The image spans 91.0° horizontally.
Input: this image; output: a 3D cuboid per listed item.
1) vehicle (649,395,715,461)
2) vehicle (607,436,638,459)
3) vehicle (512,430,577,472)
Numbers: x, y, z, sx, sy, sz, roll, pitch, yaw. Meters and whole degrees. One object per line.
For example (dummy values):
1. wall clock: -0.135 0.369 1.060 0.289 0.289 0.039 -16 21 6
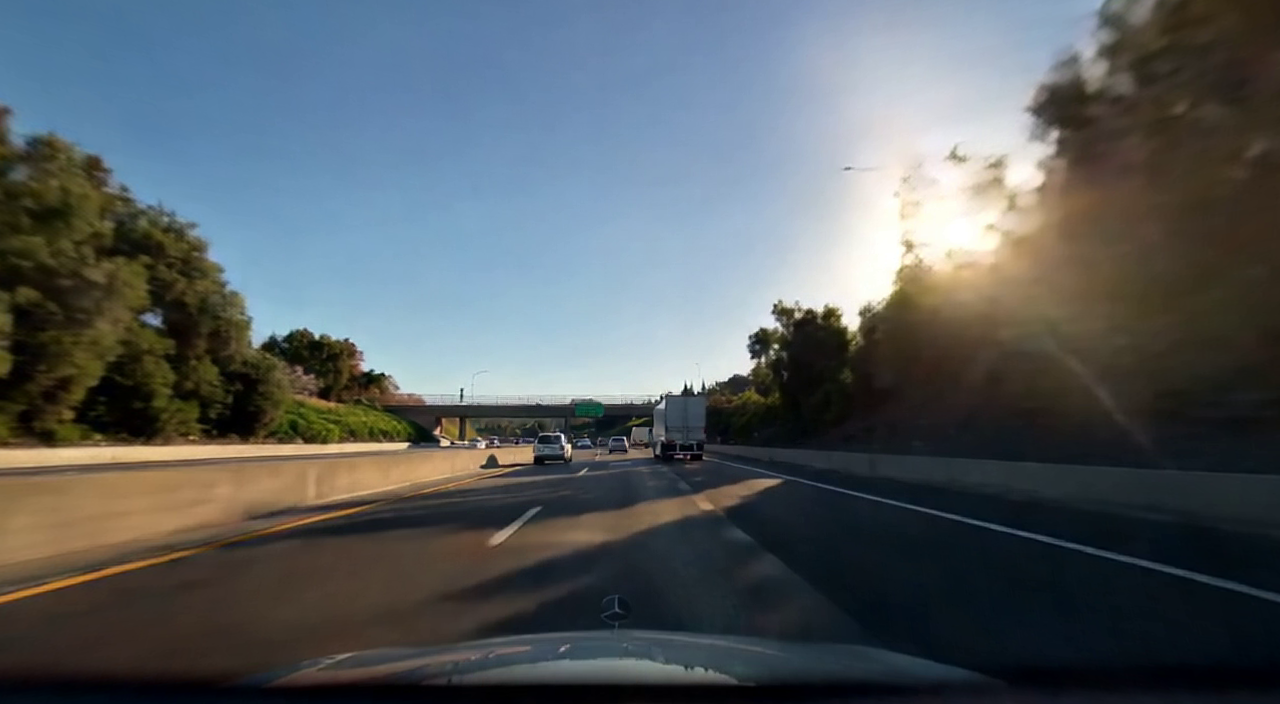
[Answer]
1. vehicle: 2.696 5.681 46.048 3.301 4.034 13.722 0 -8 -3
2. vehicle: -1.243 6.656 43.982 2.125 1.542 3.816 0 -8 -2
3. vehicle: -4.329 4.558 29.255 2.377 1.747 4.703 0 -8 -1
